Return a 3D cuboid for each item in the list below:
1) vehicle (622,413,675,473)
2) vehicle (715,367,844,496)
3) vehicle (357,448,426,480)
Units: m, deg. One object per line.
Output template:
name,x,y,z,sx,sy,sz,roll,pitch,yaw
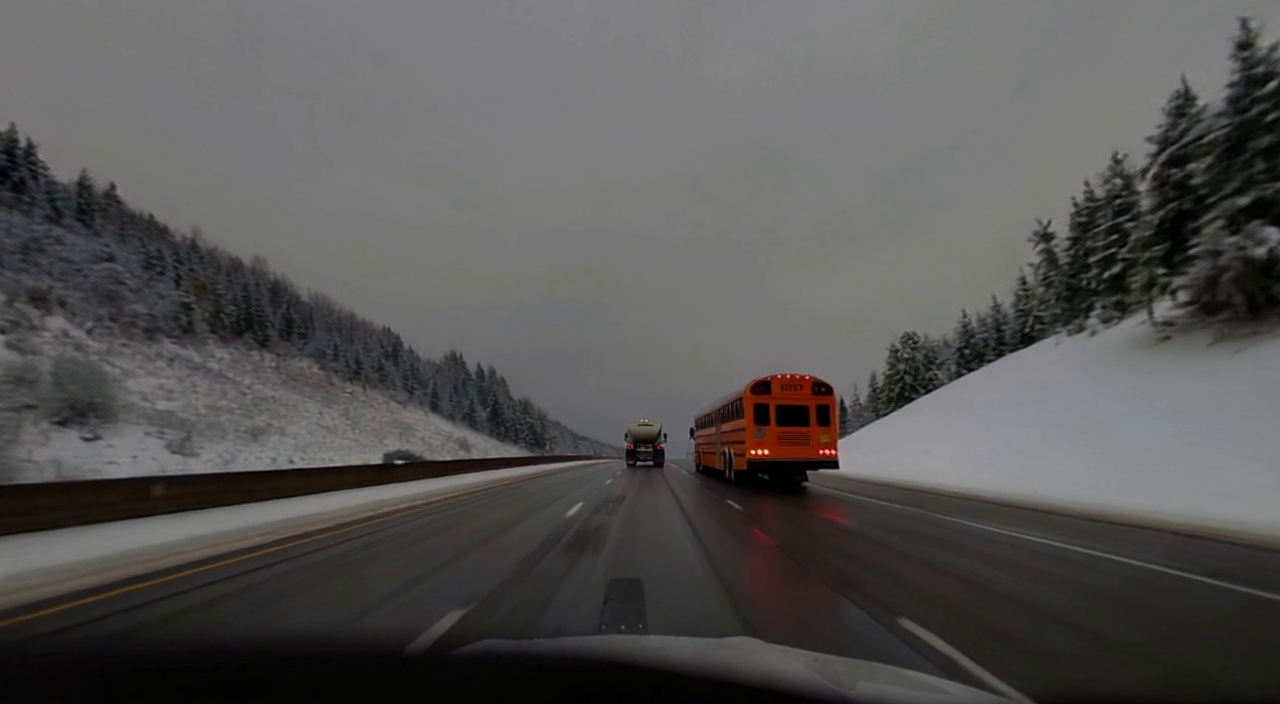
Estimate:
vehicle,0.507,5.822,40.312,2.948,3.265,10.569,0,-8,1
vehicle,4.442,2.800,21.829,2.716,3.705,7.018,0,-8,-1
vehicle,-13.504,6.072,34.579,1.889,1.576,4.426,0,-8,1
